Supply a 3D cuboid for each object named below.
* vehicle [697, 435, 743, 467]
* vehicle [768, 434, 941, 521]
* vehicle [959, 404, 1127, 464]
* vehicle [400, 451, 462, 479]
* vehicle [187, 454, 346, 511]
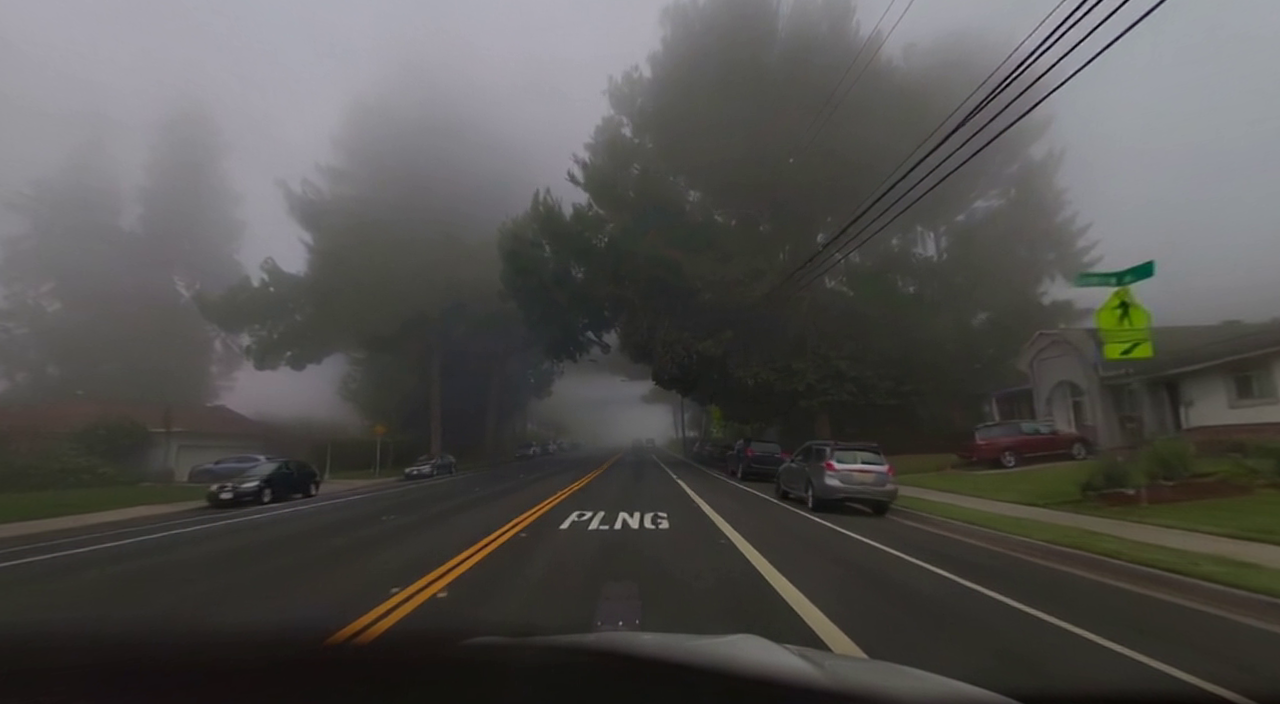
[{"bbox_3d":[4.534,5.712,36.496,1.993,1.743,4.525,0,-9,0],"label":"vehicle"},{"bbox_3d":[4.378,2.629,13.823,1.920,1.541,4.709,0,-9,-3],"label":"vehicle"},{"bbox_3d":[13.282,2.755,21.054,4.180,1.707,2.083,2,-9,0],"label":"vehicle"},{"bbox_3d":[-11.581,6.267,35.294,1.867,1.452,4.331,-1,-9,1],"label":"vehicle"},{"bbox_3d":[-11.442,3.982,19.838,2.079,1.509,4.591,-1,-9,2],"label":"vehicle"}]
